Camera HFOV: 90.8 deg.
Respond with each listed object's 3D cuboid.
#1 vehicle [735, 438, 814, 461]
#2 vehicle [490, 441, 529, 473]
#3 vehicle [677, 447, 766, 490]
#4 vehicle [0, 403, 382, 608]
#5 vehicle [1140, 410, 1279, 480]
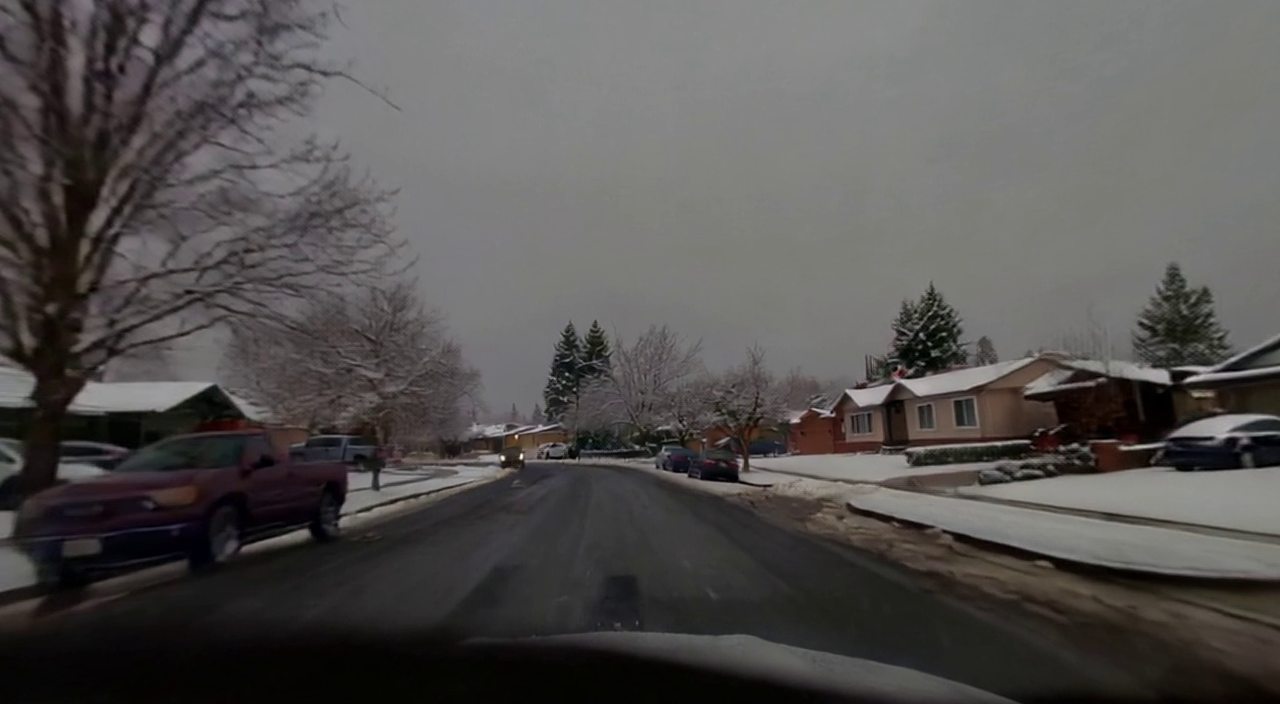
[{"bbox_3d":[9.117,6.560,42.801,4.940,1.477,2.015,3,-8,-21],"label":"vehicle"},{"bbox_3d":[-8.344,6.644,40.225,1.976,1.855,4.299,3,-8,-16],"label":"vehicle"},{"bbox_3d":[2.997,4.414,24.353,1.984,1.437,4.726,1,-9,-11],"label":"vehicle"},{"bbox_3d":[-5.411,1.743,8.284,2.215,1.859,4.765,1,-8,-3],"label":"vehicle"},{"bbox_3d":[14.414,2.184,14.885,4.488,1.454,1.944,3,-9,-20],"label":"vehicle"}]
